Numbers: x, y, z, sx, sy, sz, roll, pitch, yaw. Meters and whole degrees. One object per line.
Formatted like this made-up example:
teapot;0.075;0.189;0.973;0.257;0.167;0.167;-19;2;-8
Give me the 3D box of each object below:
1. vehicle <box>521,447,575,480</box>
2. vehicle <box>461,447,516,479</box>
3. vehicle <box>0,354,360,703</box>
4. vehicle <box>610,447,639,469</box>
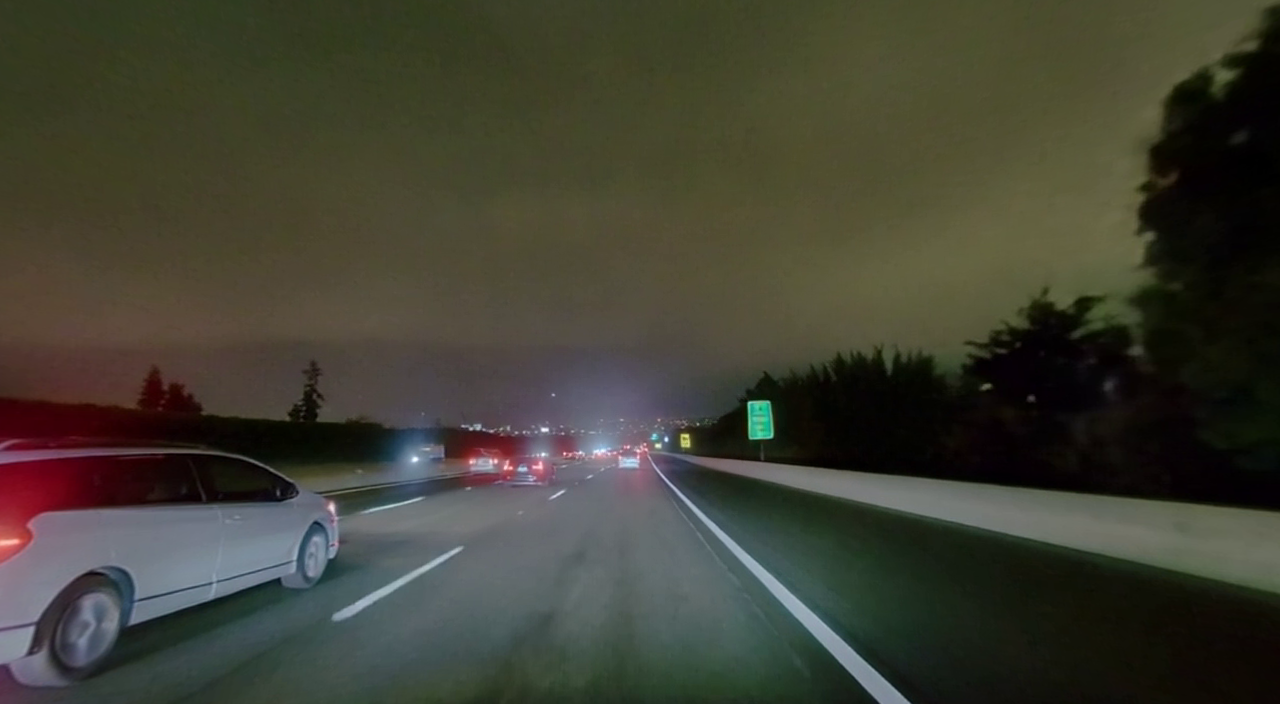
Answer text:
vehicle;-4.338;5.303;30.023;1.988;1.477;4.118;0;-9;-1
vehicle;-7.859;5.760;32.791;1.936;1.516;3.904;0;-9;0
vehicle;-4.038;1.138;4.341;2.074;1.779;4.588;0;-9;-1
vehicle;-1.076;7.656;45.382;2.023;1.479;3.718;0;-9;-1
